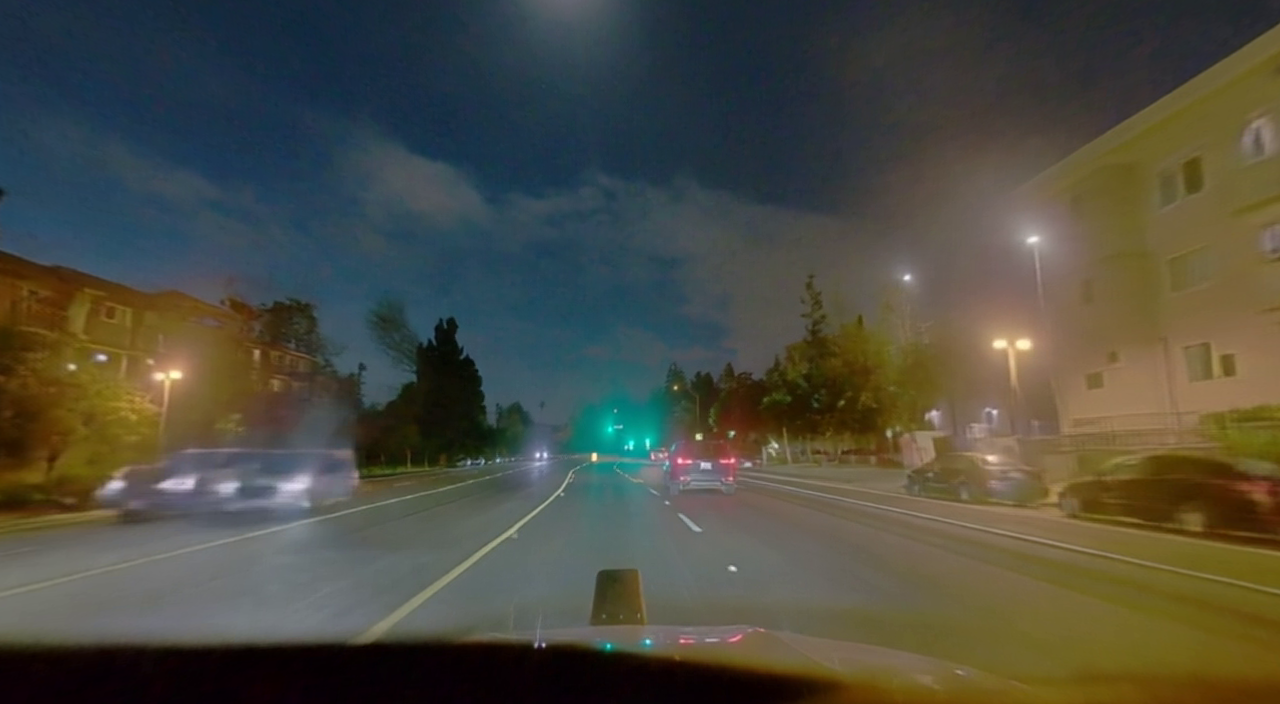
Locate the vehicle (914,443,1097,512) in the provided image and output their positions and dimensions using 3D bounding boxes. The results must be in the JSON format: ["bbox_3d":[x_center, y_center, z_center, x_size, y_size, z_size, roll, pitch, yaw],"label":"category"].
[{"bbox_3d":[8.986,3.085,16.101,1.858,1.489,4.556,0,-9,-1],"label":"vehicle"}]

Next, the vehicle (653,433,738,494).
[{"bbox_3d":[1.680,3.602,20.787,2.085,1.763,4.490,0,-9,-4],"label":"vehicle"}]

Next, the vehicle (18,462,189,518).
[{"bbox_3d":[-18.629,4.770,22.326,1.979,1.489,4.902,-1,-8,-3],"label":"vehicle"}]

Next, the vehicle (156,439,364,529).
[{"bbox_3d":[-8.208,2.844,14.283,2.033,1.685,4.420,0,-9,-2],"label":"vehicle"}]

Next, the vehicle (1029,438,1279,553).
[{"bbox_3d":[9.200,2.221,10.560,1.936,1.485,5.111,0,-9,-3],"label":"vehicle"}]
